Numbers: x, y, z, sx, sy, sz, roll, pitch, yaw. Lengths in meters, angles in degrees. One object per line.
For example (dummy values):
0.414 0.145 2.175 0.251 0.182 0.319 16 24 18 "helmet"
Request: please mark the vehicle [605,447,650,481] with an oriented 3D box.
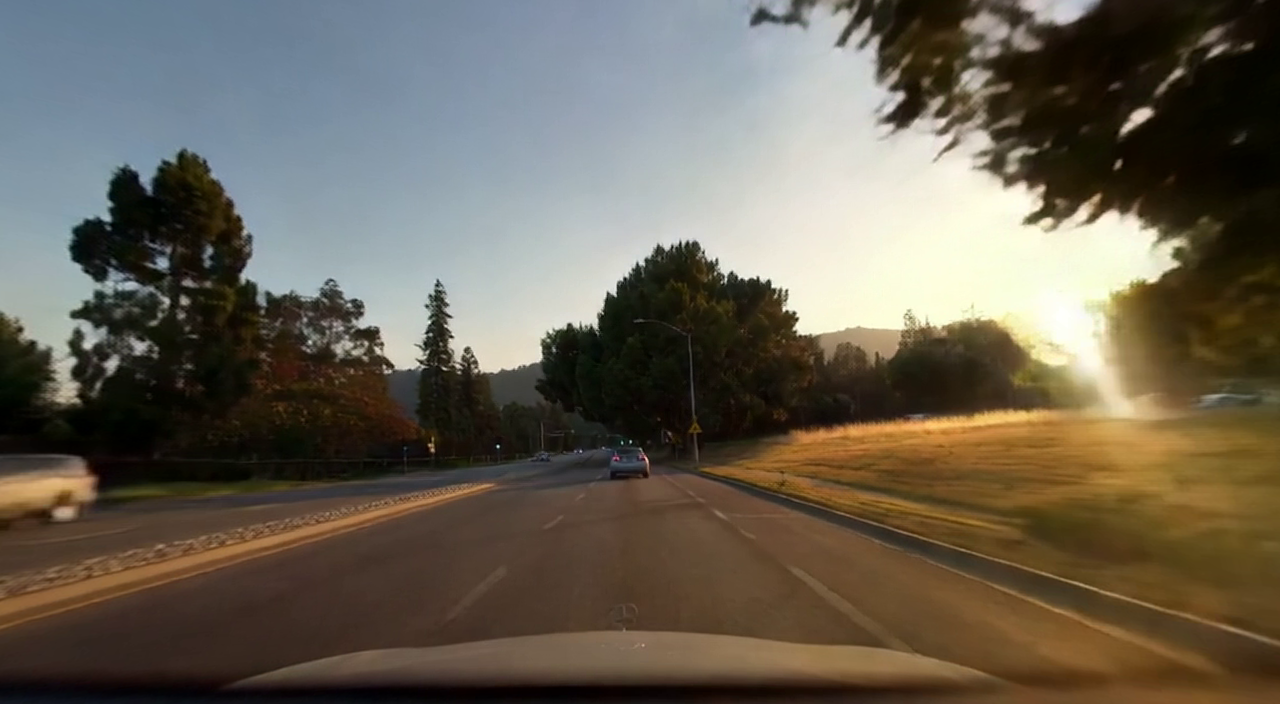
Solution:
-0.589 5.208 29.451 1.954 1.469 3.465 0 -9 -1 "vehicle"
